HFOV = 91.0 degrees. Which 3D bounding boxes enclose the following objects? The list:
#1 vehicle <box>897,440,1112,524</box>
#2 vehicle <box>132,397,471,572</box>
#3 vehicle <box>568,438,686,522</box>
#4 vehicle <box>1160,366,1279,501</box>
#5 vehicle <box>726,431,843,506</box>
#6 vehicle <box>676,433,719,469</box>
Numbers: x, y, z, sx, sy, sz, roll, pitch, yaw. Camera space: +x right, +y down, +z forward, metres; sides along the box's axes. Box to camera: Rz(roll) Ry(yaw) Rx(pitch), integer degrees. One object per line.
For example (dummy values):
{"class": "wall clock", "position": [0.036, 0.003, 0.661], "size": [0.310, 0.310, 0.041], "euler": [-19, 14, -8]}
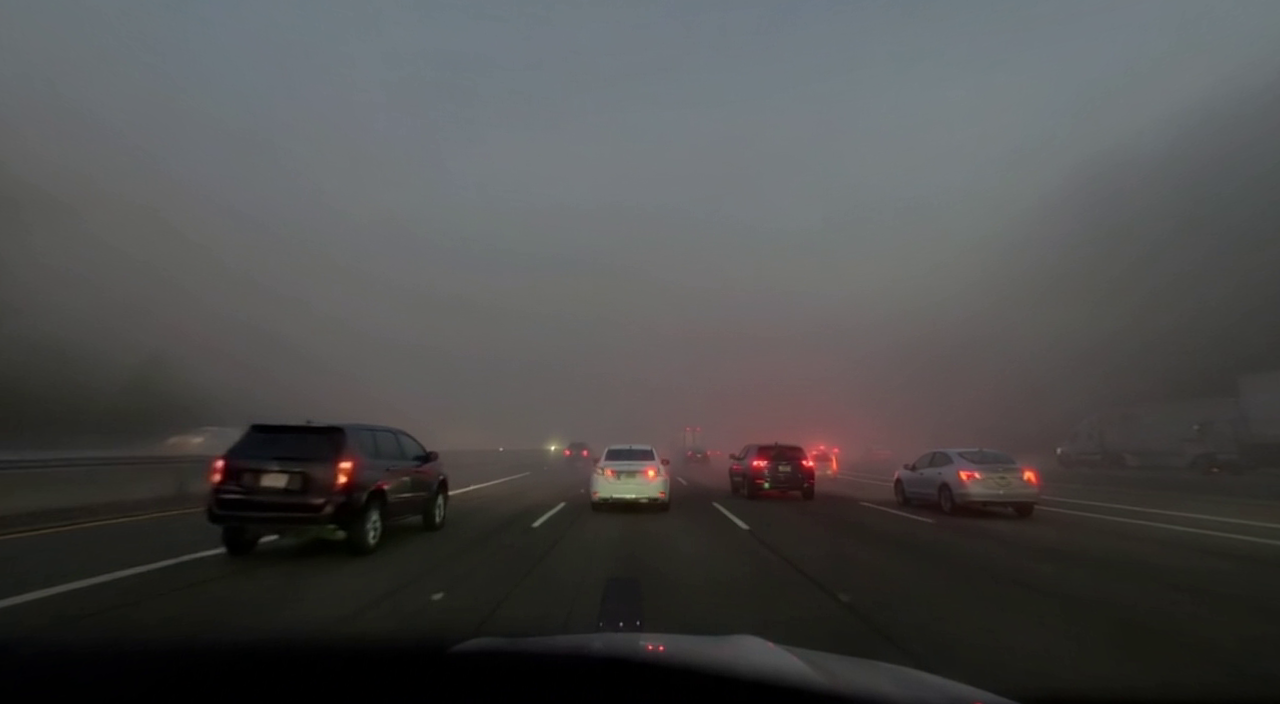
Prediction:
{"class": "vehicle", "position": [7.603, 2.734, 13.811], "size": [2.021, 1.505, 4.480], "euler": [0, -9, 0]}
{"class": "vehicle", "position": [-4.033, 1.678, 8.649], "size": [2.079, 1.741, 4.436], "euler": [0, -9, 1]}
{"class": "vehicle", "position": [-0.200, 2.641, 13.496], "size": [2.132, 1.499, 4.038], "euler": [0, -9, 1]}
{"class": "vehicle", "position": [20.111, 2.372, 18.261], "size": [3.061, 3.869, 7.169], "euler": [2, -9, -10]}
{"class": "vehicle", "position": [3.572, 2.970, 16.433], "size": [2.053, 1.666, 4.106], "euler": [0, -9, 0]}
{"class": "vehicle", "position": [3.948, 6.941, 44.225], "size": [2.440, 2.313, 5.266], "euler": [0, -9, 0]}
